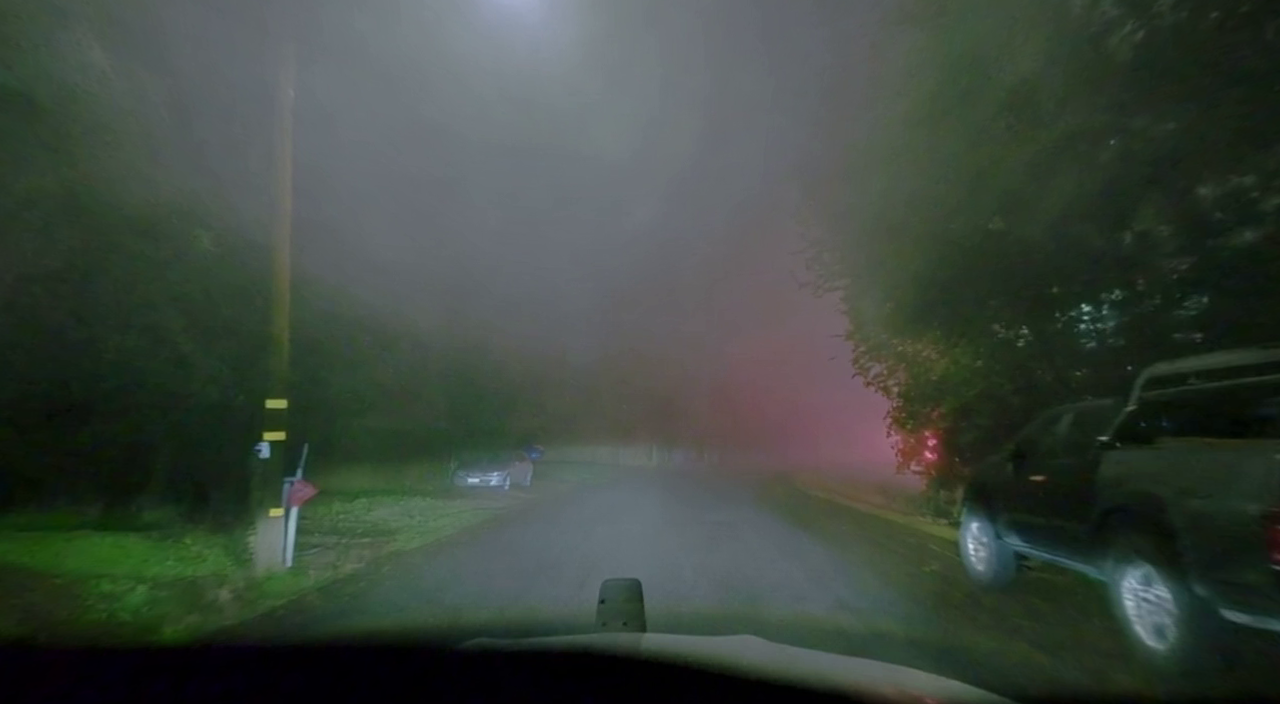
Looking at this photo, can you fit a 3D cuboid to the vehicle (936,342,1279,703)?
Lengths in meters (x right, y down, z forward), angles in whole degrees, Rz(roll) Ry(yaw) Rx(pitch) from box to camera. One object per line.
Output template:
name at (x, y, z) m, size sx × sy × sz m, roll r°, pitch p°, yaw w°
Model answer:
vehicle at (3.894, 1.034, 3.808) m, size 2.034 × 1.841 × 4.713 m, roll -1°, pitch -8°, yaw 3°

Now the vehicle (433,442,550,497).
vehicle at (-4.521, 3.662, 20.049) m, size 2.166 × 1.512 × 4.822 m, roll -1°, pitch -8°, yaw 5°
